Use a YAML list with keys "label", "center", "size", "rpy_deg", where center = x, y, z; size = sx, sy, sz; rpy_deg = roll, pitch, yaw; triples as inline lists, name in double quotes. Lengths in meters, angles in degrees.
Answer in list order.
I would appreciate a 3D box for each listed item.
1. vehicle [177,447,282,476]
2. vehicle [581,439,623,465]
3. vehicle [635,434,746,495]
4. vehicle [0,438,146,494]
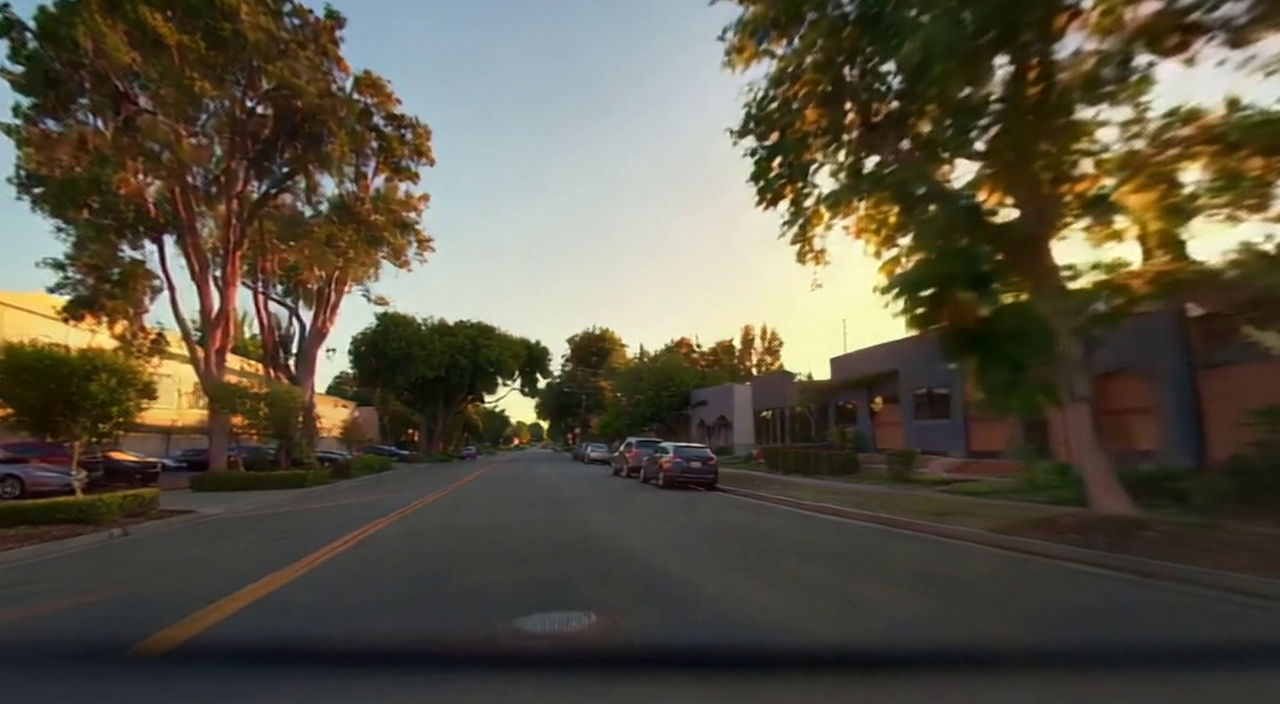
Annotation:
- label: "vehicle"
  center: [-22.082, 5.869, 34.046]
  size: [4.491, 1.455, 1.959]
  rpy_deg: [-2, -8, 8]
- label: "vehicle"
  center: [-2.508, 6.319, 40.044]
  size: [1.952, 1.538, 5.215]
  rpy_deg: [1, -8, -11]
- label: "vehicle"
  center: [1.295, 3.262, 18.737]
  size: [1.933, 1.528, 5.006]
  rpy_deg: [1, -9, -12]
- label: "vehicle"
  center: [-18.869, 3.627, 20.314]
  size: [4.444, 1.647, 2.117]
  rpy_deg: [-2, -8, 10]
